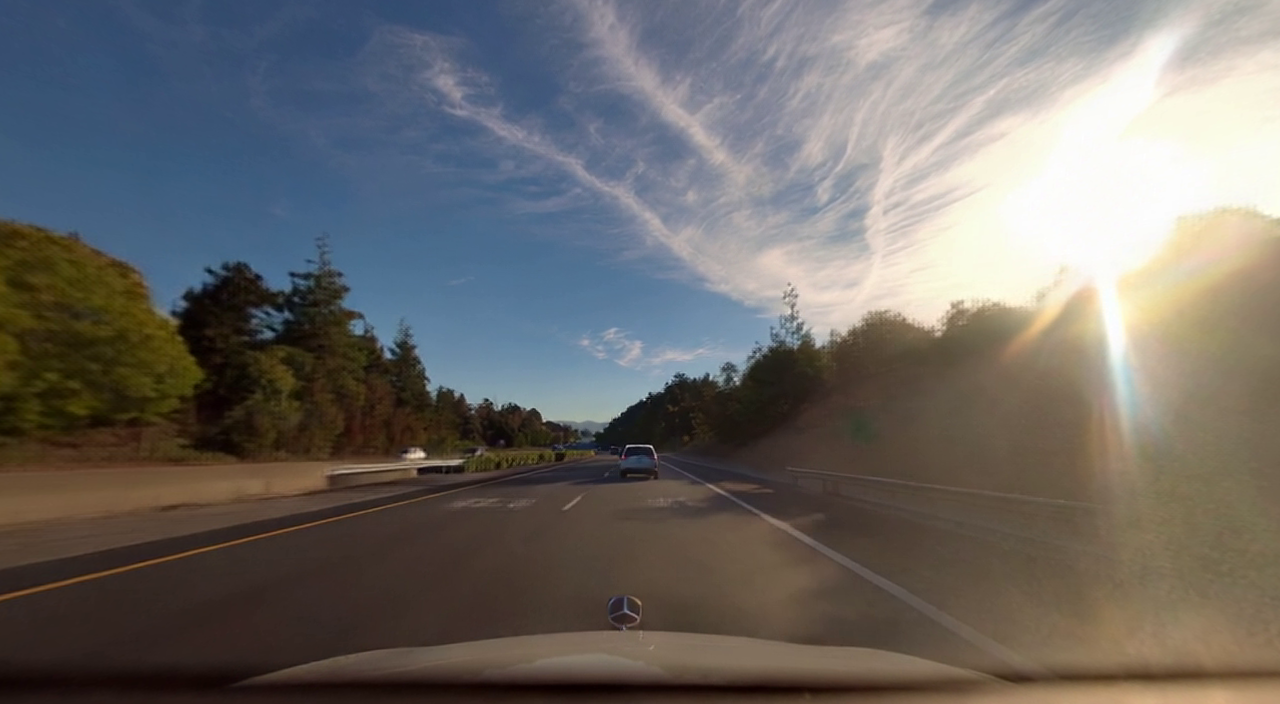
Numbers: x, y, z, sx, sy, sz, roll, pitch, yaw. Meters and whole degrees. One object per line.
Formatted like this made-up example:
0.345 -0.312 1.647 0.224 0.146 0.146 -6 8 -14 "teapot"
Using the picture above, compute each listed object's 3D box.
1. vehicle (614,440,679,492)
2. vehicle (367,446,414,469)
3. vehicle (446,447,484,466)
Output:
0.239 4.101 23.072 2.135 1.686 4.517 0 -9 0 "vehicle"
-17.378 7.357 44.110 1.727 1.481 3.726 0 -9 0 "vehicle"
-13.764 8.239 49.862 1.875 1.457 3.773 0 -9 1 "vehicle"
